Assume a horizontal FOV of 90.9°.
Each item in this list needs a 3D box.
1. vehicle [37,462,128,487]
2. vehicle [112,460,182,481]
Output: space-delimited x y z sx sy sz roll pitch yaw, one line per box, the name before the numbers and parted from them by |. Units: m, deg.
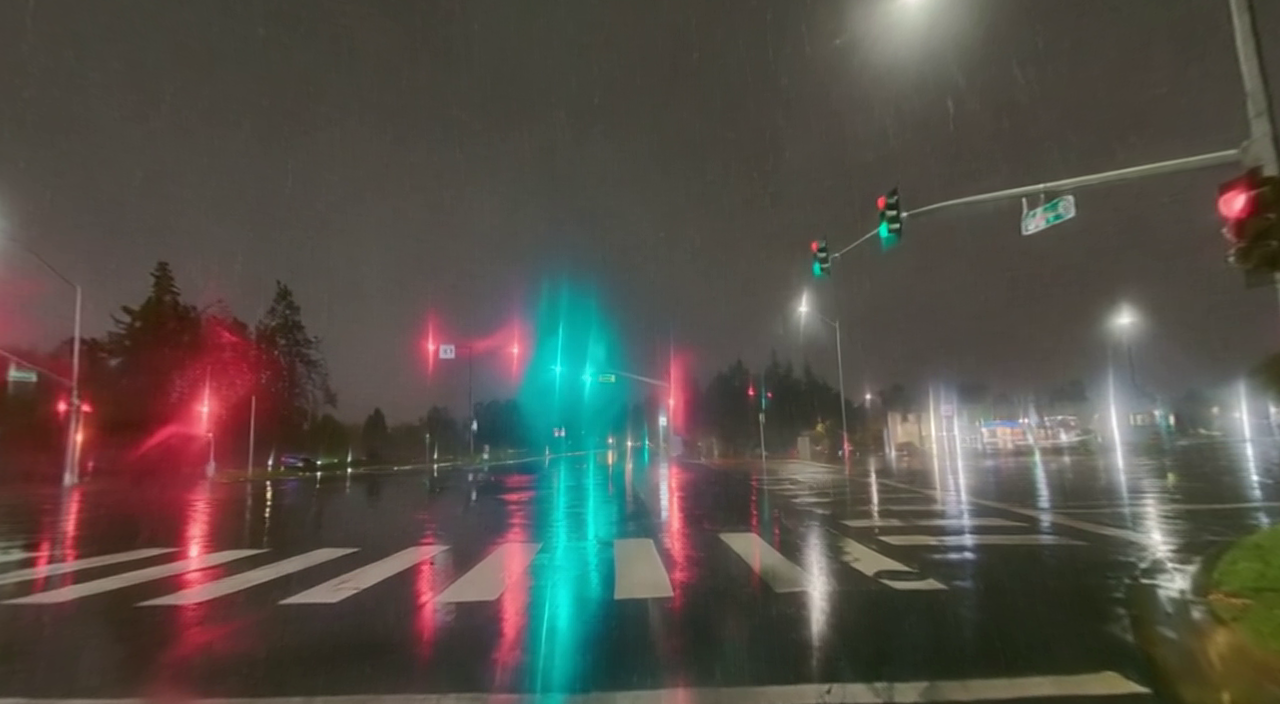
vehicle | -36.154 7.924 40.933 4.241 1.413 1.673 -1 -8 -2
vehicle | -35.894 8.614 45.934 3.681 1.423 1.680 -1 -8 -1
